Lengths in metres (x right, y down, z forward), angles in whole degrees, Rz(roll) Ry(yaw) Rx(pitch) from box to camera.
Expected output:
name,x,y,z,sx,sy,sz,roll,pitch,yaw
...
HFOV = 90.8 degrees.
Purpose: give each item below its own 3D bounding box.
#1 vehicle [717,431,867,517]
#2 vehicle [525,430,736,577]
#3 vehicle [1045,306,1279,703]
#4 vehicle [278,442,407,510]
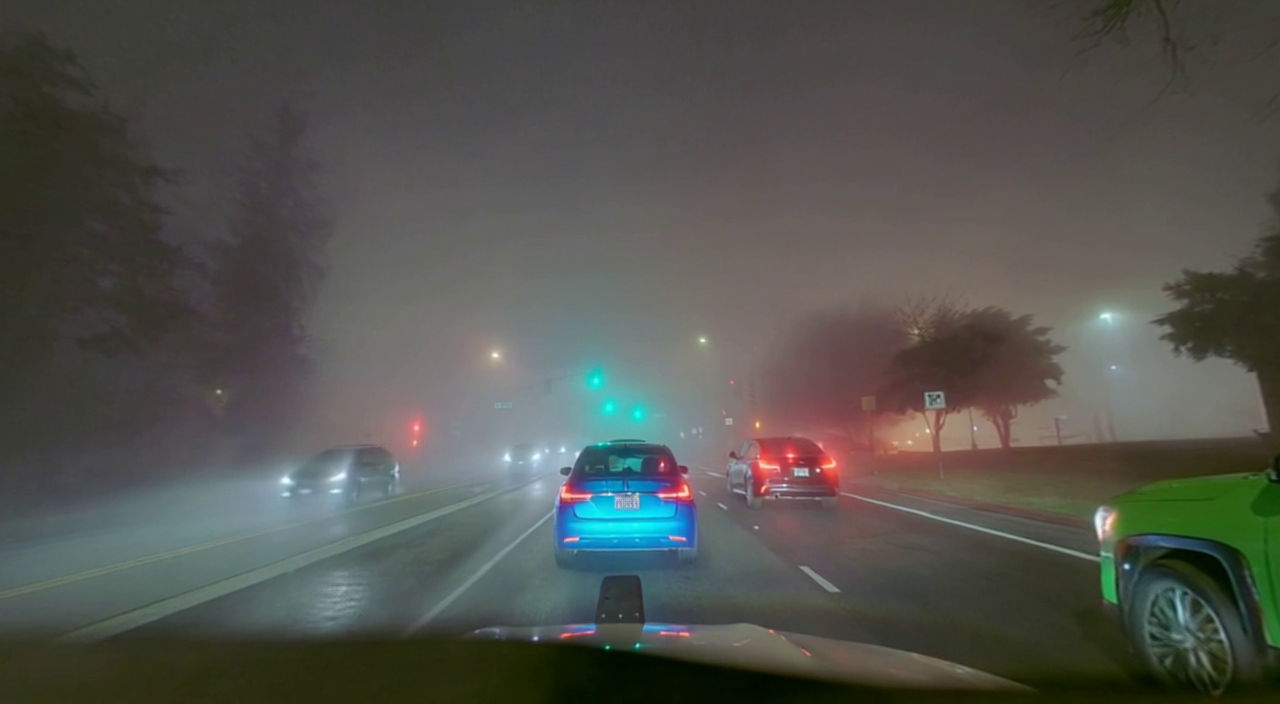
name,x,y,z,sx,sy,sz,roll,pitch,yaw
vehicle,2.984,2.510,13.555,1.971,1.517,4.521,0,-8,-1
vehicle,-0.132,1.885,8.710,2.186,1.500,4.141,0,-8,-1
vehicle,3.382,0.581,1.403,2.006,1.766,4.345,0,-8,-1
vehicle,-8.636,3.583,18.816,1.996,1.680,4.203,-2,-8,-3
